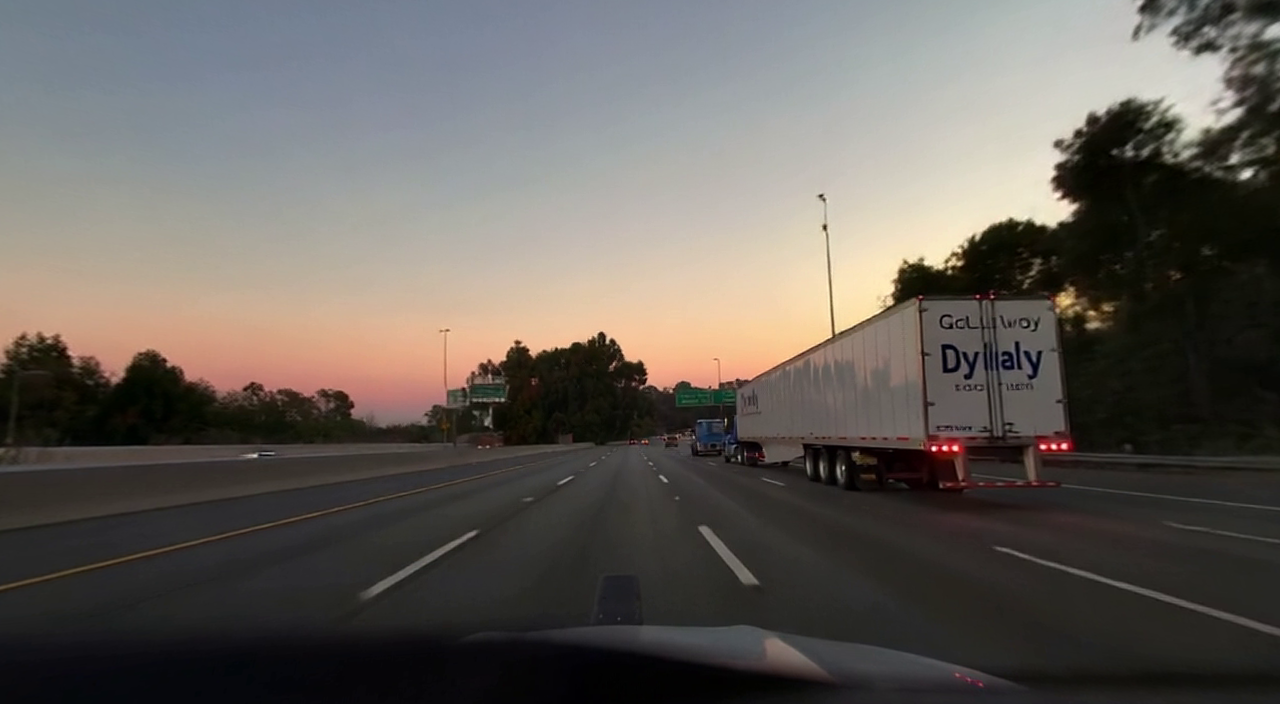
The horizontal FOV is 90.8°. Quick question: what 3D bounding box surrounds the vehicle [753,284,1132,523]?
[{"bbox_3d":[6.359,1.954,18.473,2.962,3.947,16.241,0,-8,-1],"label":"vehicle"}]
